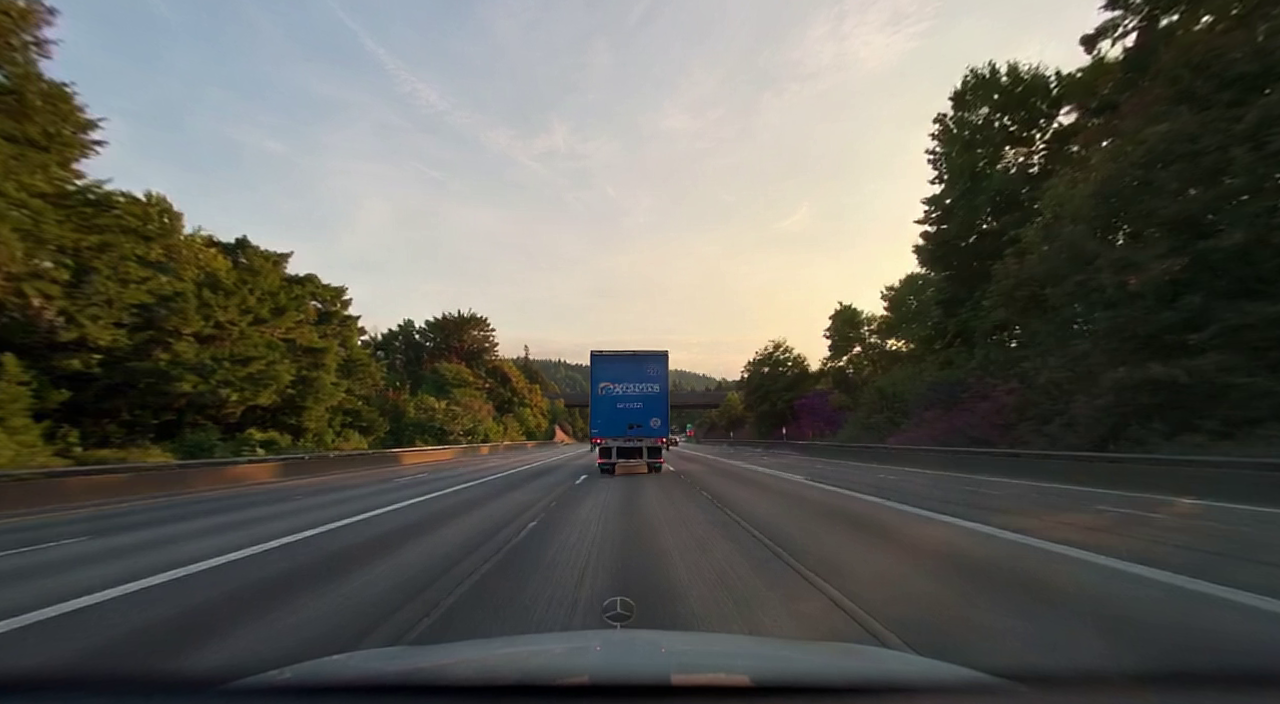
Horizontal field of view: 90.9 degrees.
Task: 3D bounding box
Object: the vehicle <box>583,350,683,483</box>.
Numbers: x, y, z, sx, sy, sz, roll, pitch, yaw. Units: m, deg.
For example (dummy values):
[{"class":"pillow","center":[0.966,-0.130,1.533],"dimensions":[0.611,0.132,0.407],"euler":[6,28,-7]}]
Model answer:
[{"class":"vehicle","center":[-0.429,2.529,23.536],"dimensions":[2.895,3.861,10.213],"euler":[0,-8,-2]}]
